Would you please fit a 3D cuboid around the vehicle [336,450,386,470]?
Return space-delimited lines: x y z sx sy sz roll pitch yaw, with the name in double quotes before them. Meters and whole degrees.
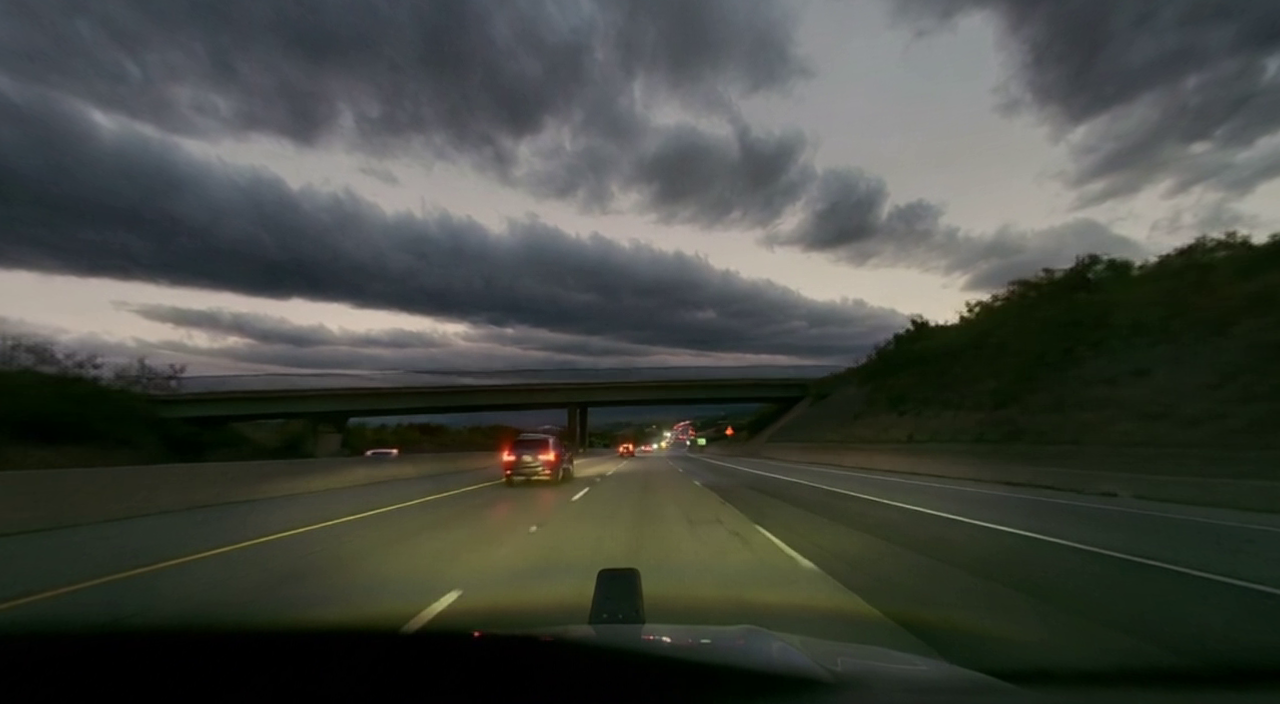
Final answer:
"vehicle" -21.388 8.297 48.542 1.812 1.445 4.165 -1 -9 2

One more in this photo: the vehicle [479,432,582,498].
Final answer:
"vehicle" -3.137 3.367 19.124 2.181 1.730 4.517 0 -9 2
